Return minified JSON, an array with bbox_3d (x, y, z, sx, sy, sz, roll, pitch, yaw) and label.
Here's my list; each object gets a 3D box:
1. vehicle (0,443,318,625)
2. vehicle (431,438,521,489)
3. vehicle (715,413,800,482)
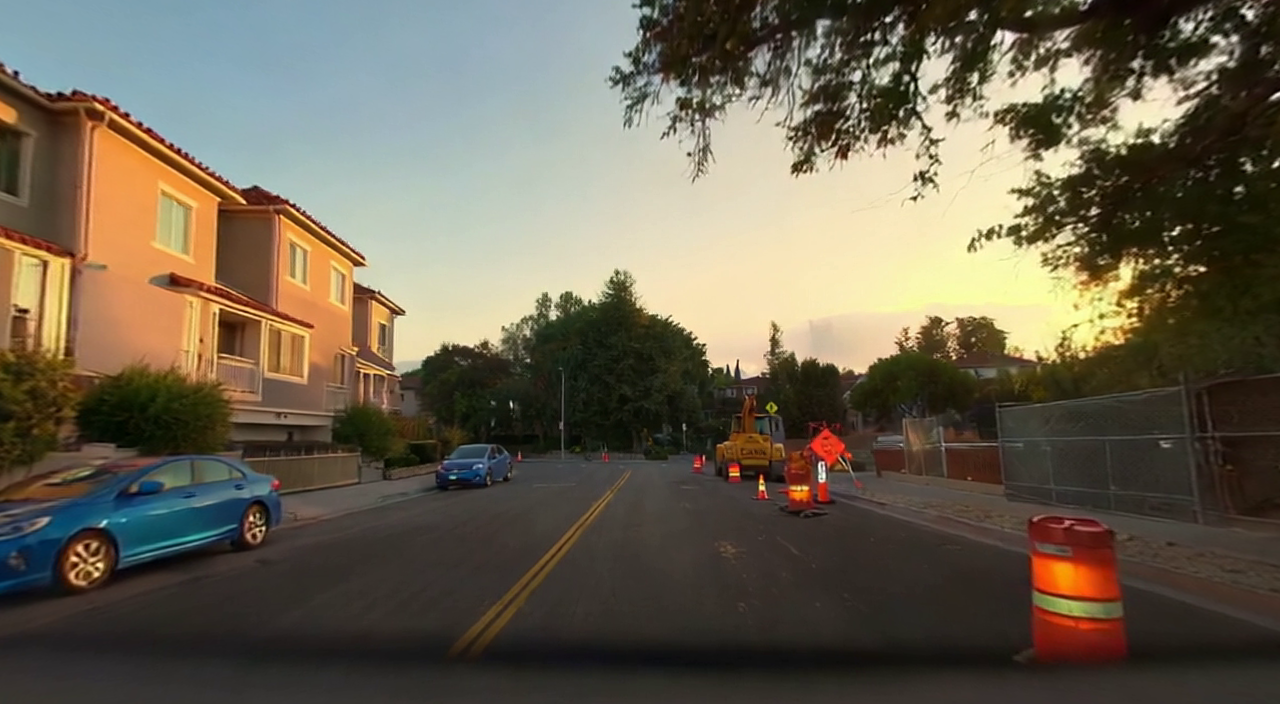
[{"bbox_3d":[-6.455,1.996,8.149,1.974,1.479,4.888,0,-7,1],"label":"vehicle"},{"bbox_3d":[-6.368,4.357,25.179,2.220,1.765,4.799,0,-7,1],"label":"vehicle"},{"bbox_3d":[4.723,3.890,25.925,2.501,2.613,3.505,1,-8,-6],"label":"vehicle"}]
